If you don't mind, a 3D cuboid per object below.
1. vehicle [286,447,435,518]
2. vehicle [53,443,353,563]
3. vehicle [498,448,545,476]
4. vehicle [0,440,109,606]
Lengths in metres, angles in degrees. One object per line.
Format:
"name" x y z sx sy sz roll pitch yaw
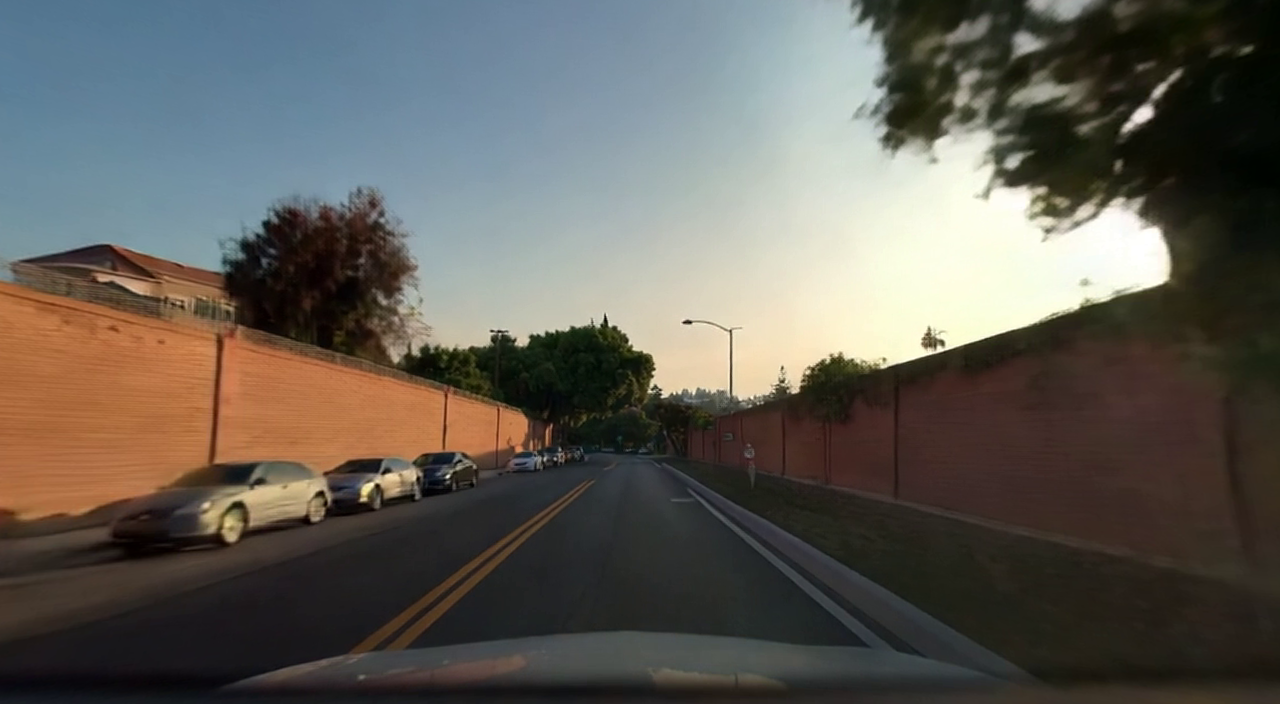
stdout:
"vehicle" -6.792 3.164 15.962 1.760 1.434 4.471 1 -8 -1
"vehicle" -6.855 2.336 10.700 1.779 1.473 4.510 1 -8 1
"vehicle" -7.072 6.613 38.165 1.989 1.485 4.218 2 -8 0
"vehicle" -6.777 1.391 4.578 1.899 1.485 4.593 2 -8 -1
